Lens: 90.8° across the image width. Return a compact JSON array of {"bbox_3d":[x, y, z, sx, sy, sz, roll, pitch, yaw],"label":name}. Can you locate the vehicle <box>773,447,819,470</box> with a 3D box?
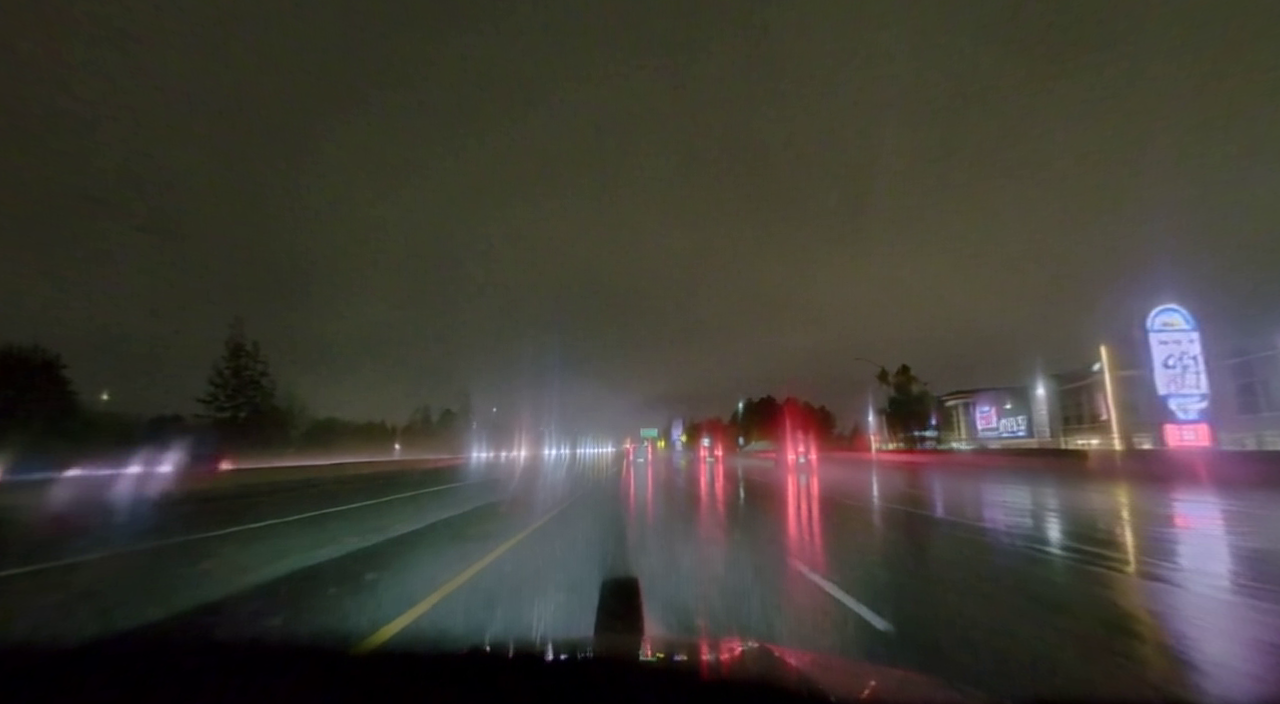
[{"bbox_3d":[10.694,7.290,43.584,1.953,1.473,4.512,0,-8,-1],"label":"vehicle"}]

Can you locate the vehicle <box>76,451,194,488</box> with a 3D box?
[{"bbox_3d":[-26.065,6.049,32.893,2.111,1.702,5.024,0,-8,-2],"label":"vehicle"}]
